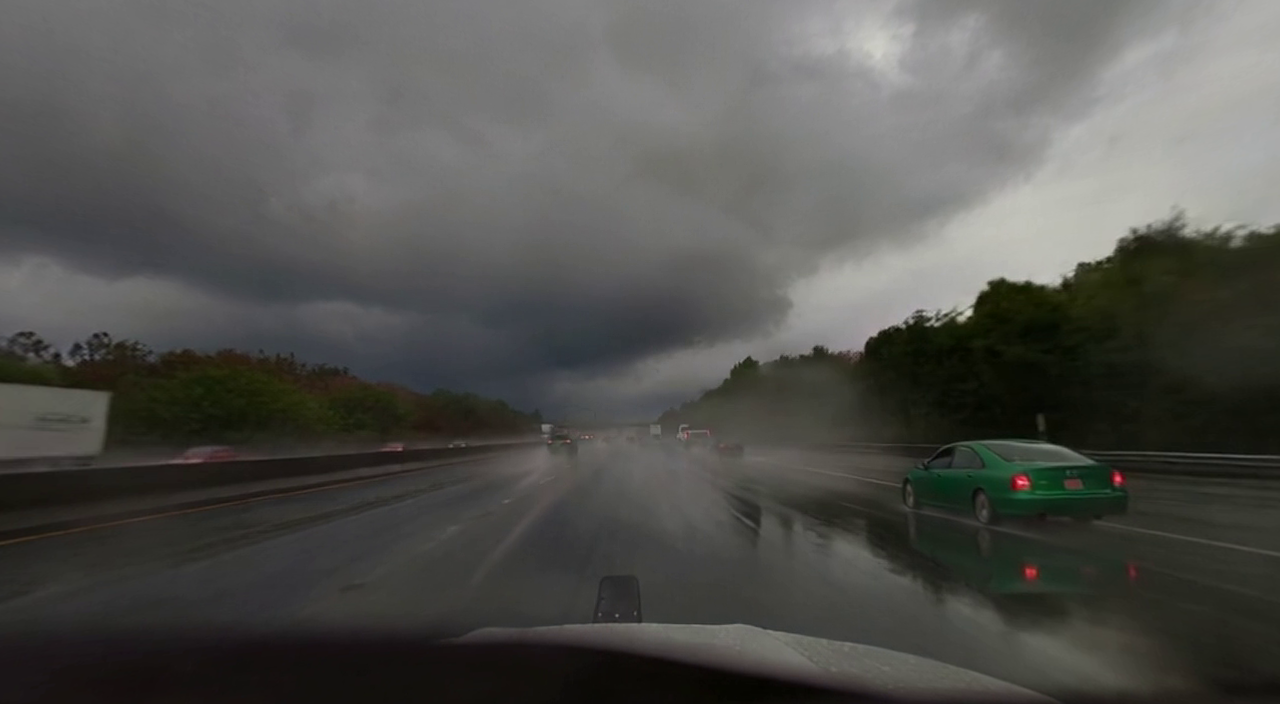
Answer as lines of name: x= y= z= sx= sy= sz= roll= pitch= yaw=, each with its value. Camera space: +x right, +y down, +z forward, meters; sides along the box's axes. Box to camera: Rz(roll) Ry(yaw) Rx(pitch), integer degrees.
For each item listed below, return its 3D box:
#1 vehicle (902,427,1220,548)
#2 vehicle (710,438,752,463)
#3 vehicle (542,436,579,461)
vehicle: x=6.143 y=1.970 z=9.998 sx=2.028 sy=1.488 sz=4.236 roll=0 pitch=-8 yaw=-2
vehicle: x=5.526 y=5.996 z=38.751 sx=1.920 sy=1.436 sz=3.890 roll=0 pitch=-8 yaw=-2
vehicle: x=-5.175 y=6.276 z=41.258 sx=1.966 sy=1.570 sz=3.859 roll=0 pitch=-8 yaw=-1
